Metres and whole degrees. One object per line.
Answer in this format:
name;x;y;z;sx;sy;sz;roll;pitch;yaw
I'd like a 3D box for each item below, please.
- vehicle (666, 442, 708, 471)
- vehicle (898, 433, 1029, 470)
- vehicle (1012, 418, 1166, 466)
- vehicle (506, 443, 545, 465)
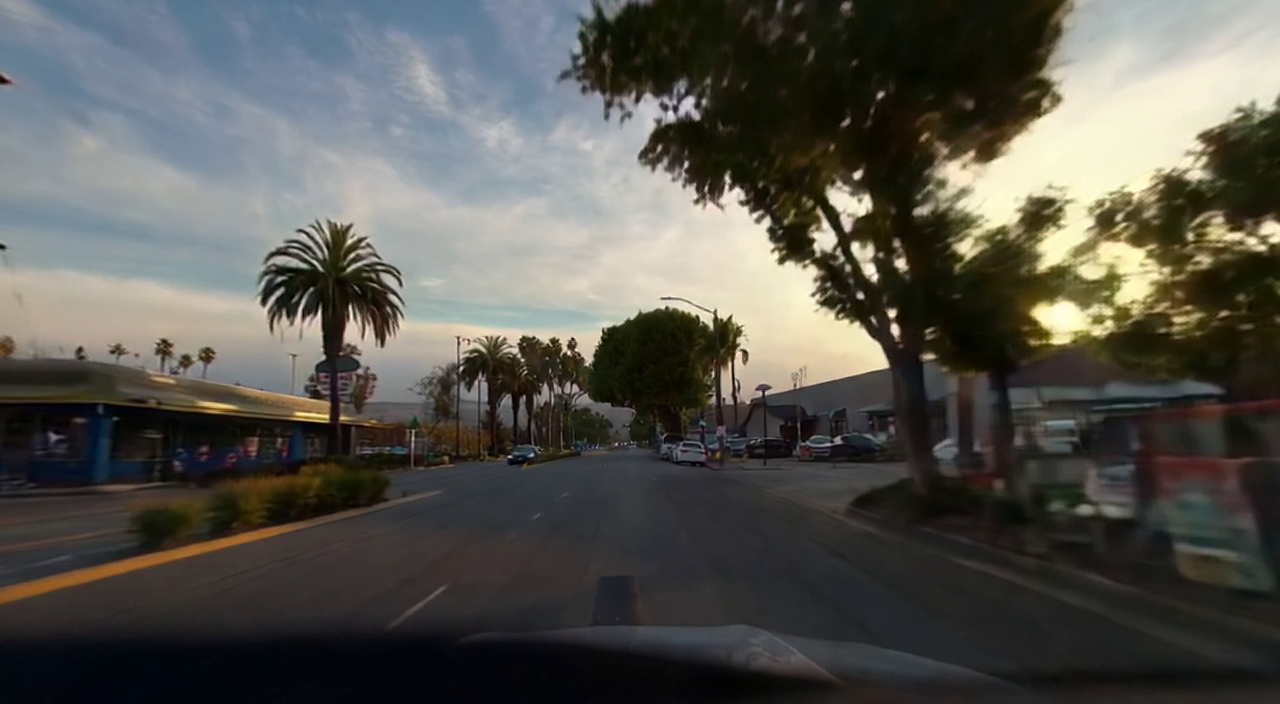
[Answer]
vehicle;2.681;6.097;37.084;2.046;1.588;4.508;0;-9;0
vehicle;14.524;4.484;28.575;4.793;1.537;2.105;1;-8;-1
vehicle;20.162;4.072;28.582;5.214;2.017;2.220;0;-8;0
vehicle;-8.064;7.224;44.731;1.923;1.485;4.186;0;-9;1
